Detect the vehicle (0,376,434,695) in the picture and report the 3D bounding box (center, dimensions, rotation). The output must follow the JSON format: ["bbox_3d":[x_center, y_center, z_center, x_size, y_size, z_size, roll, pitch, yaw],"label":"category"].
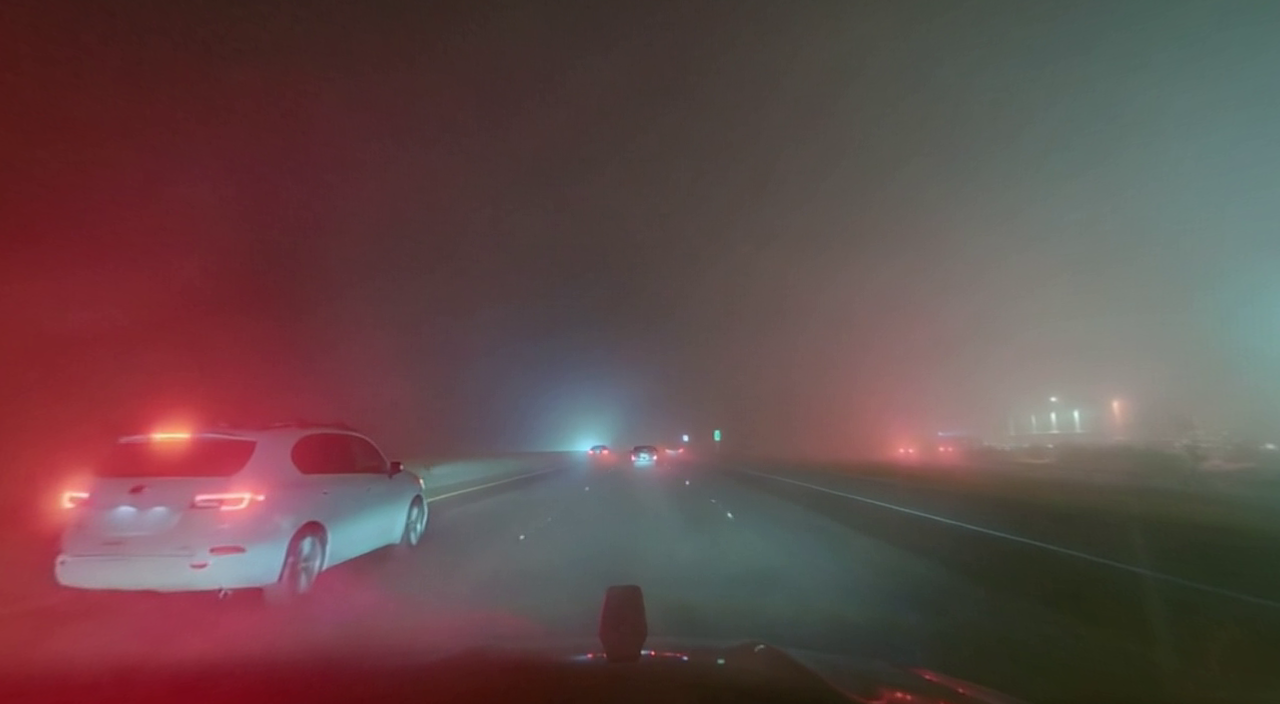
[{"bbox_3d":[-3.872,1.354,5.890,2.239,1.761,4.620,0,-8,1],"label":"vehicle"}]

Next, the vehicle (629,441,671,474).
[{"bbox_3d":[0.463,5.346,32.118,2.000,1.558,3.945,0,-8,0],"label":"vehicle"}]
